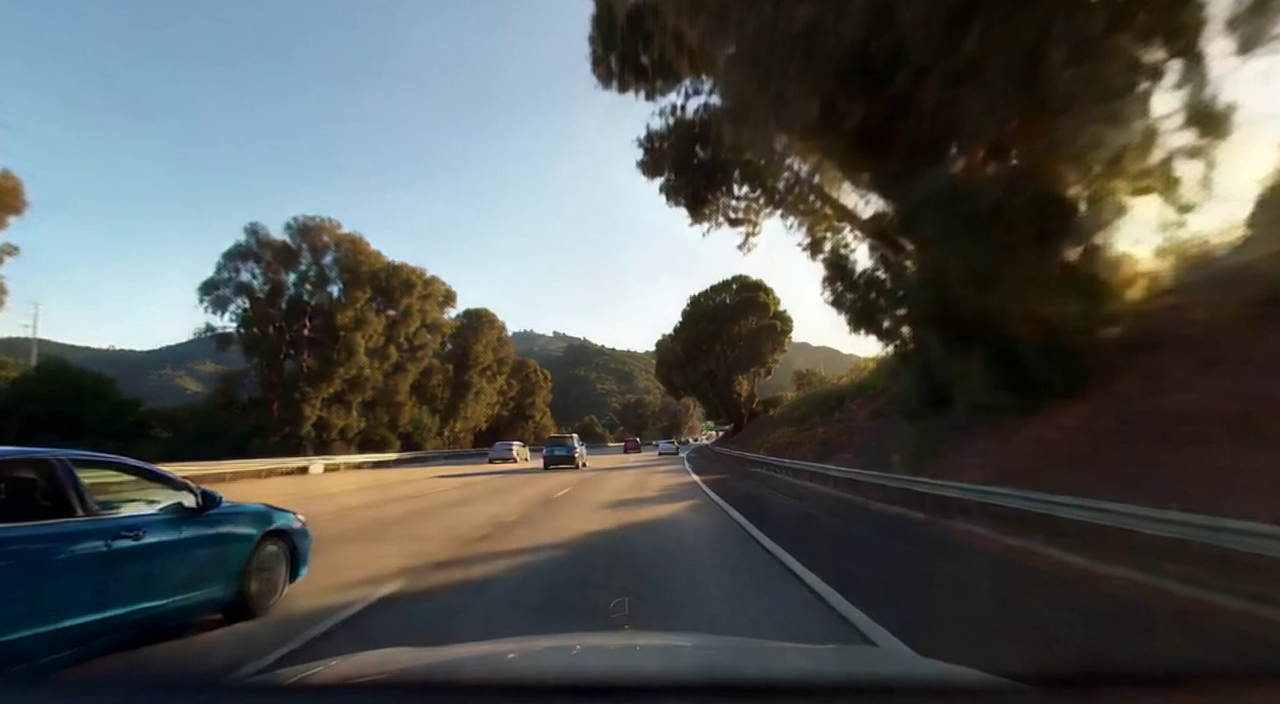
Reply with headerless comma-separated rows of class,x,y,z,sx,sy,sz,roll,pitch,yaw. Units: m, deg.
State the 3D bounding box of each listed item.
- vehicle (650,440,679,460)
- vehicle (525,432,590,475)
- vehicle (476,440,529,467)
vehicle,1.929,7.610,49.224,2.113,1.464,4.073,-1,-8,4
vehicle,-3.519,4.442,27.841,2.071,1.716,4.363,0,-8,3
vehicle,-7.642,5.687,35.455,1.883,1.411,4.053,0,-8,3
